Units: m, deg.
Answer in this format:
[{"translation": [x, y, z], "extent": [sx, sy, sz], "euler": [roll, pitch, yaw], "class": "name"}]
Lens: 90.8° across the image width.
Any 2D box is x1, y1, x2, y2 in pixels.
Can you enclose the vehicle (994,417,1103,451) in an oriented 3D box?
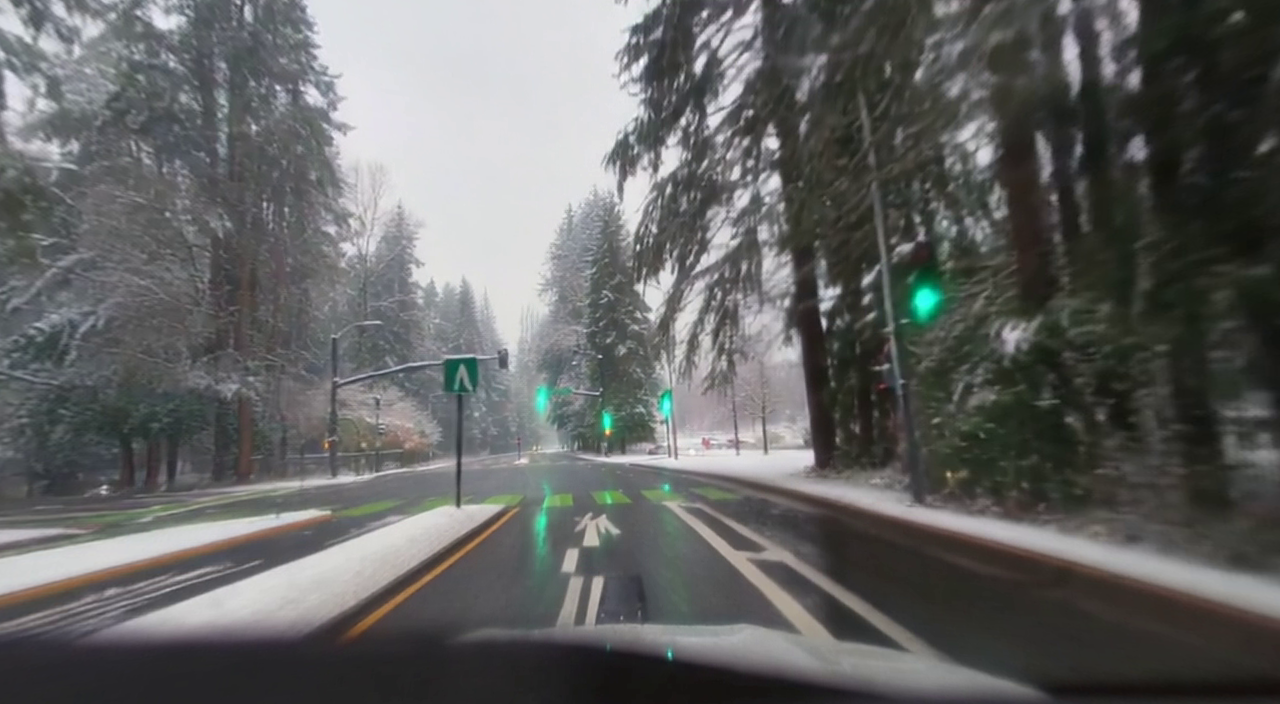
[{"translation": [19.252, 3.904, 30.012], "extent": [1.908, 1.467, 4.117], "euler": [3, -8, -12], "class": "vehicle"}]
